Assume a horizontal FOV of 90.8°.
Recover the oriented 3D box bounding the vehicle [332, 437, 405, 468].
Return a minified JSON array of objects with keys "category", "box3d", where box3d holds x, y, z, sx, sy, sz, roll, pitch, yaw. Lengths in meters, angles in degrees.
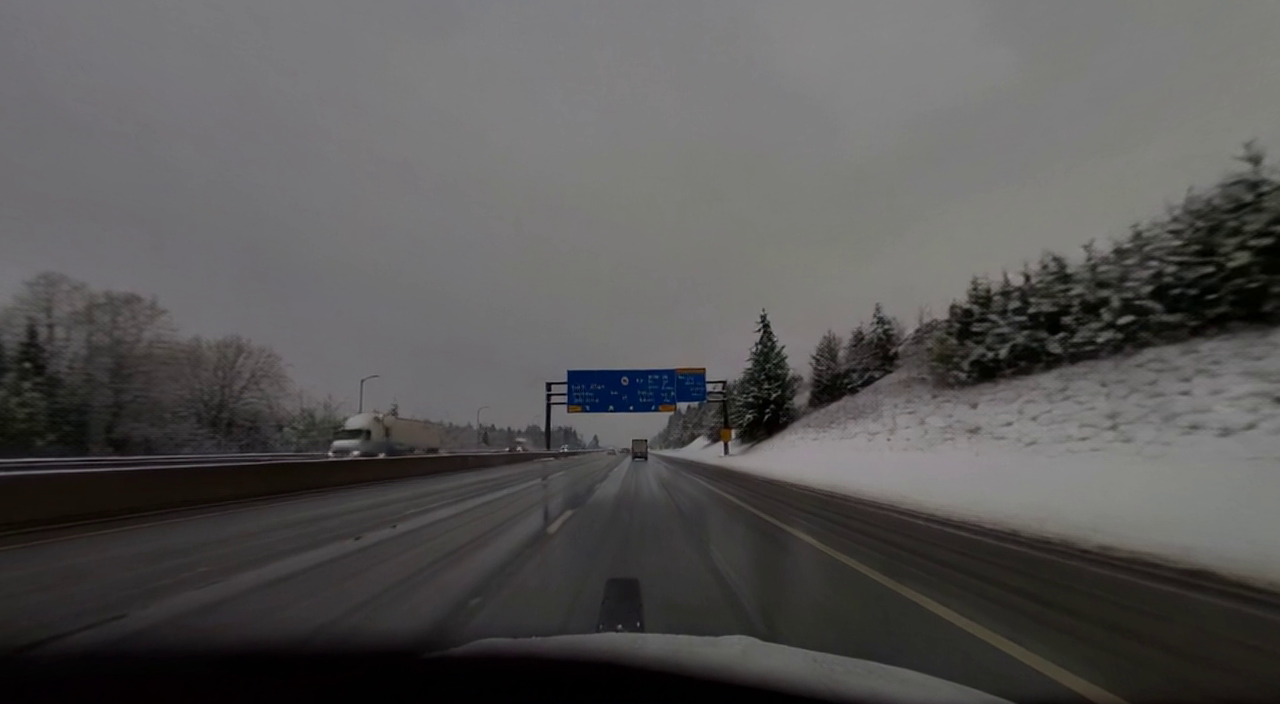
[{"category":"vehicle","box3d":[-15.153,5.646,35.536,1.981,1.613,4.650,0,-9,0]}]
